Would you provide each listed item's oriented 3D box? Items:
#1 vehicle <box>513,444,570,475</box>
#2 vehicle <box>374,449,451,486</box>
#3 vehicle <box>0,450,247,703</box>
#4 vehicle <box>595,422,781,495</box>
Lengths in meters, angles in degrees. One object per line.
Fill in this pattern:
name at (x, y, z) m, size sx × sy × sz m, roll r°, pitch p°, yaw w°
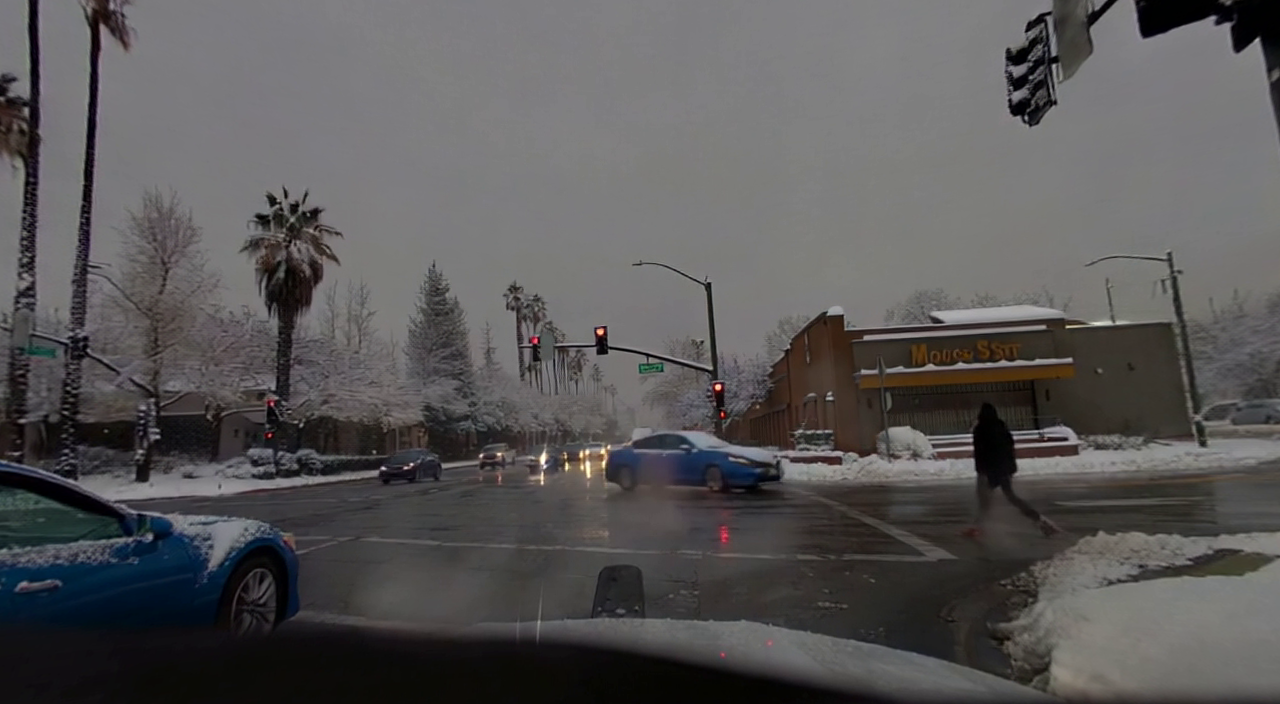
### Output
vehicle at (-5.096, 5.633, 33.290) m, size 1.839 × 1.468 × 4.549 m, roll -1°, pitch -9°, yaw 6°
vehicle at (-12.361, 6.283, 34.640) m, size 1.870 × 1.705 × 4.426 m, roll -7°, pitch -10°, yaw 11°
vehicle at (-3.700, 1.024, 2.243) m, size 1.850 × 1.325 × 4.295 m, roll 0°, pitch -9°, yaw 0°
vehicle at (1.171, 2.867, 17.277) m, size 4.775 × 1.709 × 2.092 m, roll -8°, pitch -12°, yaw 43°
